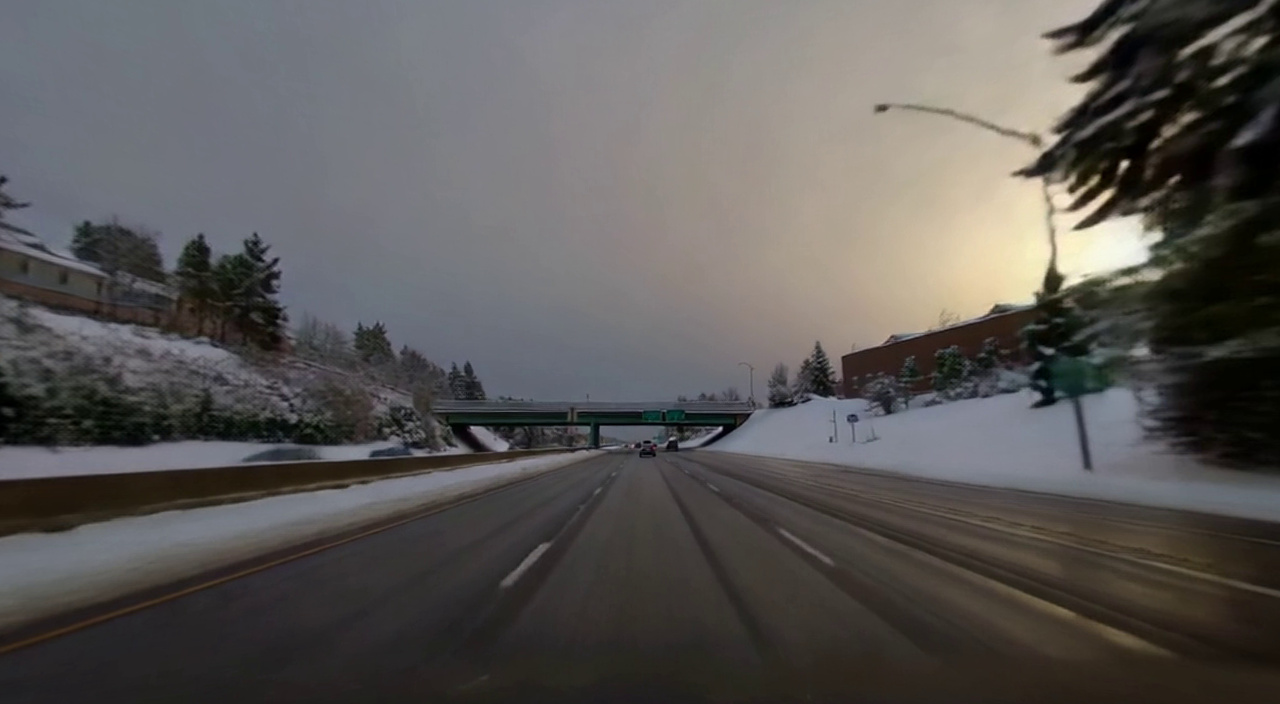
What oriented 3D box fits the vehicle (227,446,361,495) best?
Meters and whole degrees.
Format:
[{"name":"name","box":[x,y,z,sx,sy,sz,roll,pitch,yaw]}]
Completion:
[{"name":"vehicle","box":[-11.617,3.974,21.625,1.916,1.478,4.645,0,-8,1]}]

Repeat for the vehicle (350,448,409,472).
[{"name":"vehicle","box":[-17.617,7.325,42.956,1.933,1.508,4.782,0,-8,1]}]
